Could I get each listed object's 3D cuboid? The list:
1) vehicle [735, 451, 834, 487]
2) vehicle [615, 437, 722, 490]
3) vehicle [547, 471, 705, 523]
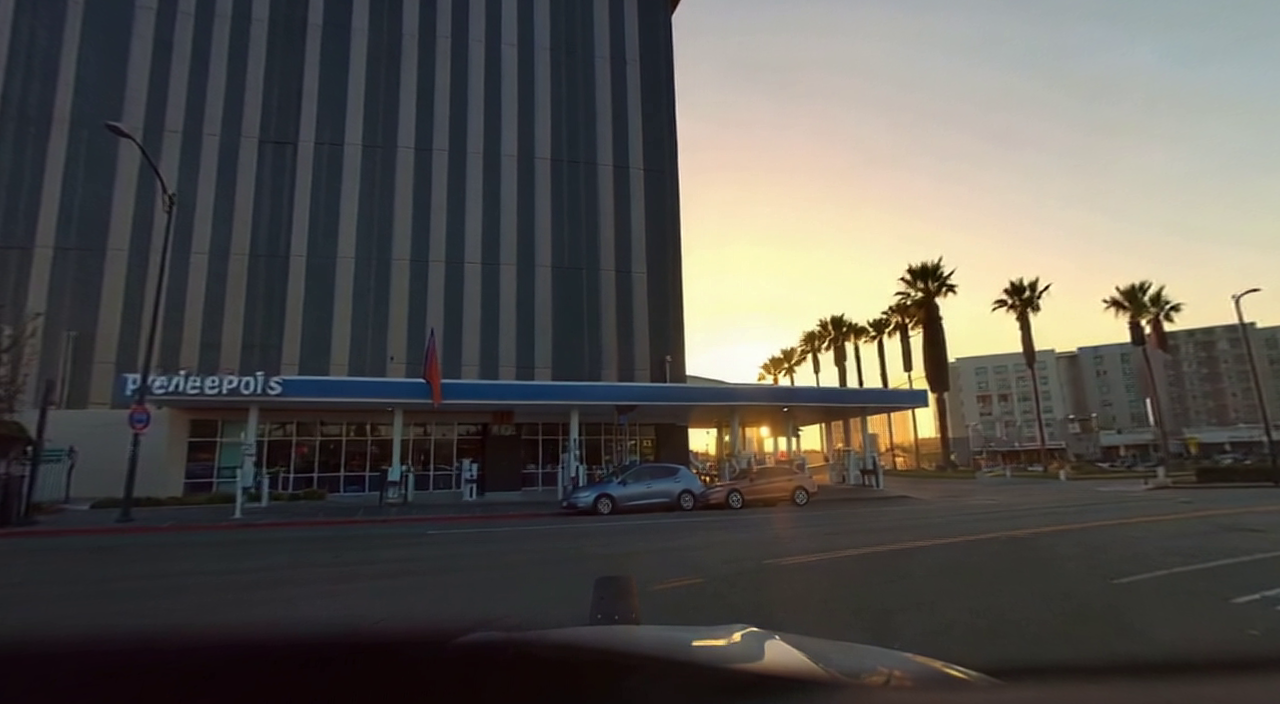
[{"bbox_3d":[10.646,8.553,46.418,7.026,2.329,2.545,5,-7,-25],"label":"vehicle"},{"bbox_3d":[1.640,6.351,35.908,5.524,2.504,2.196,8,-8,-22],"label":"vehicle"},{"bbox_3d":[-0.403,4.609,20.380,4.782,1.371,1.763,4,-10,-27],"label":"vehicle"}]
